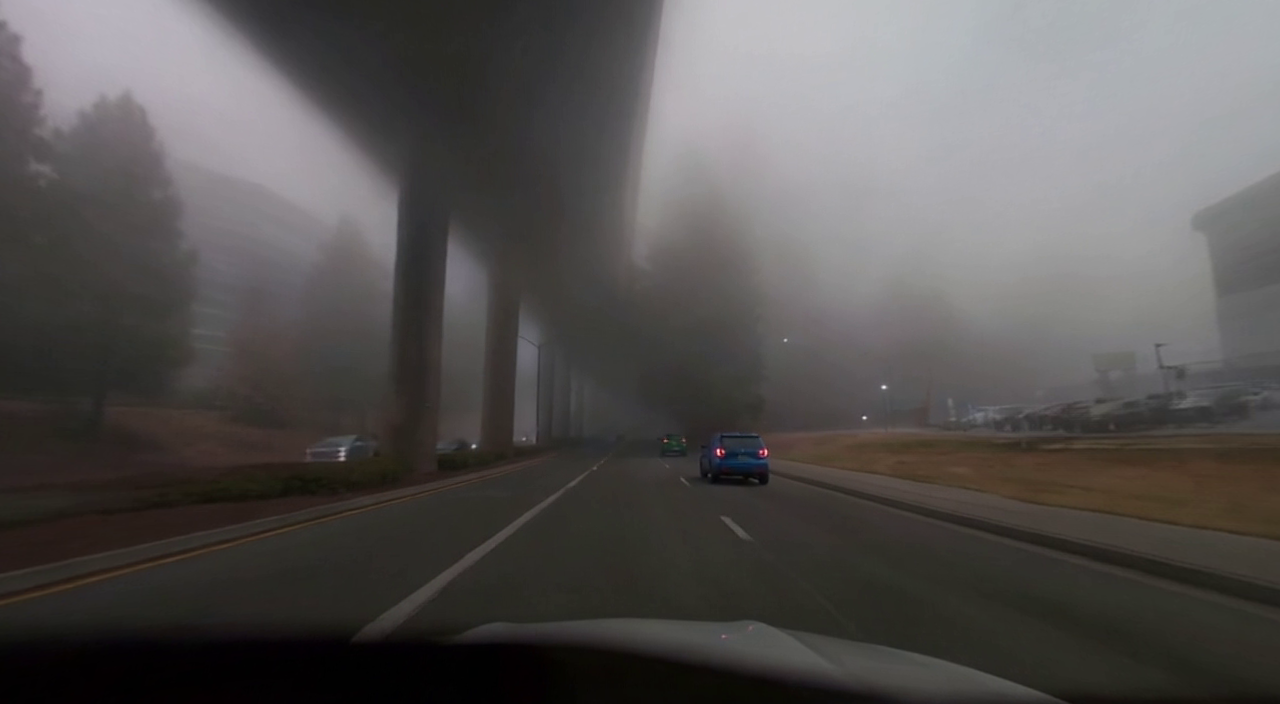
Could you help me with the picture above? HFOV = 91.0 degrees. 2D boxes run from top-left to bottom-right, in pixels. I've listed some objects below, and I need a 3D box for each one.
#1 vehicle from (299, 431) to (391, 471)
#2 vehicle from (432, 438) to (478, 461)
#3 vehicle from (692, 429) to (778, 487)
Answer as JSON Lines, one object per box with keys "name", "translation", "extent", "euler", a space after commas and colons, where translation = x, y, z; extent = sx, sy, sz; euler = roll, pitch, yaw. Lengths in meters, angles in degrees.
{"name": "vehicle", "translation": [-16.035, 5.419, 34.657], "extent": [2.243, 1.952, 5.838], "euler": [0, -9, 0]}
{"name": "vehicle", "translation": [-12.645, 6.713, 43.335], "extent": [1.844, 1.514, 4.386], "euler": [0, -8, 0]}
{"name": "vehicle", "translation": [3.015, 3.508, 21.075], "extent": [2.110, 1.712, 4.489], "euler": [0, -8, -1]}
